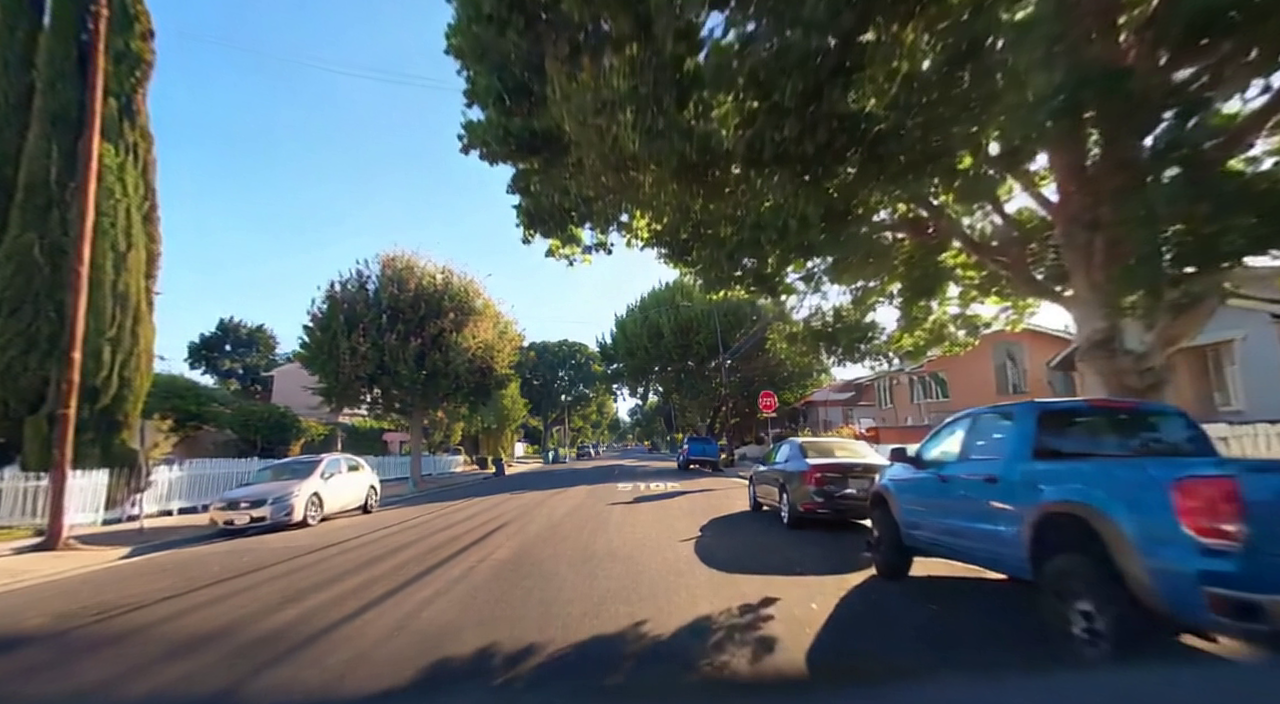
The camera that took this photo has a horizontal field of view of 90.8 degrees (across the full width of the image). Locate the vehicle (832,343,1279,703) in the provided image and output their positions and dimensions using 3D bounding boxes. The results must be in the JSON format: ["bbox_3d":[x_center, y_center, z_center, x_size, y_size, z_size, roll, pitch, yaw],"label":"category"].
[{"bbox_3d":[3.262,1.145,4.715,2.080,1.706,4.449,0,-9,-3],"label":"vehicle"}]

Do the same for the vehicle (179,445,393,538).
[{"bbox_3d":[-7.159,2.812,13.427,2.125,1.623,4.207,0,-9,-1],"label":"vehicle"}]

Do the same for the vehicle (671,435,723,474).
[{"bbox_3d":[2.767,5.142,31.976,2.126,1.795,4.751,0,-9,-1],"label":"vehicle"}]
